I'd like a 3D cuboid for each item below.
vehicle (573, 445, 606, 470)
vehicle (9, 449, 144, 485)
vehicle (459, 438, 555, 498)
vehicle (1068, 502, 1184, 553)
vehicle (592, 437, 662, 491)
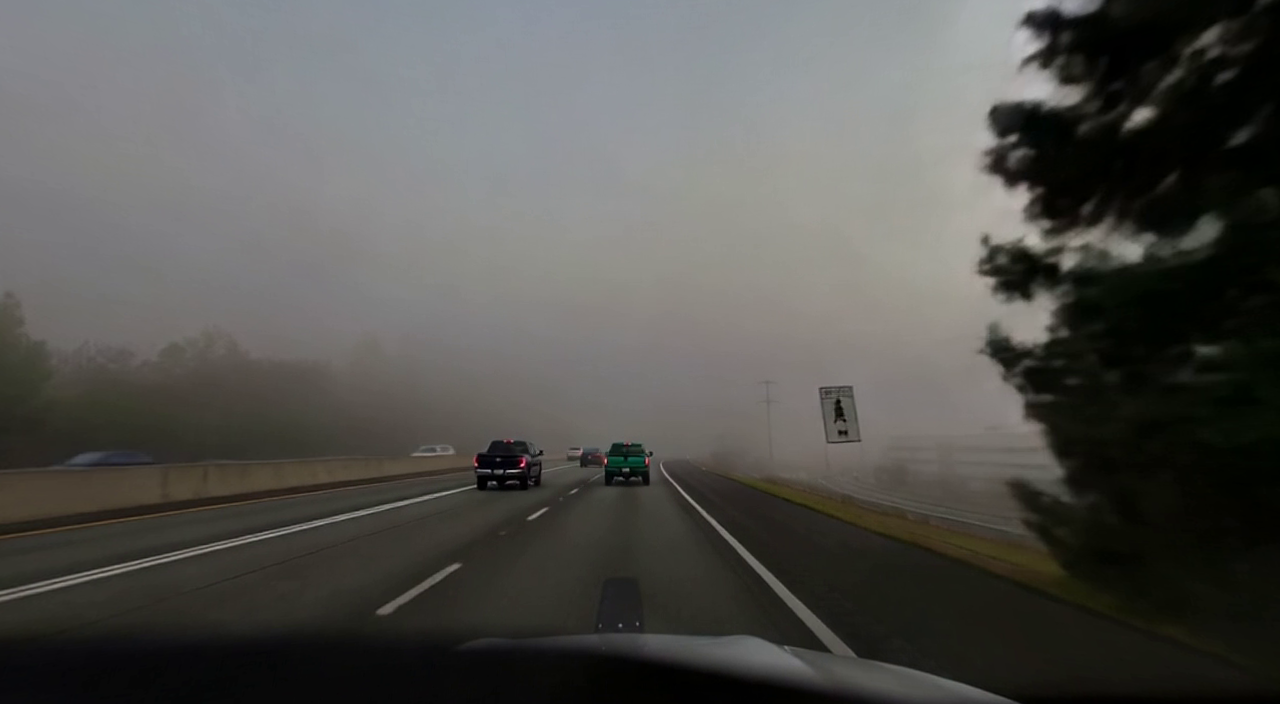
[{"bbox_3d":[-3.837,8.038,48.313,1.991,1.776,4.333,0,-8,2],"label":"vehicle"},{"bbox_3d":[-24.872,5.061,28.161,1.883,1.458,4.499,0,-8,0],"label":"vehicle"},{"bbox_3d":[-4.211,3.752,20.984,2.038,1.704,5.181,0,-8,0],"label":"vehicle"},{"bbox_3d":[21.689,7.823,28.487,1.956,1.594,4.425,-1,-8,5],"label":"vehicle"},{"bbox_3d":[-0.368,4.011,23.027,2.293,1.753,4.380,0,-8,1],"label":"vehicle"}]
